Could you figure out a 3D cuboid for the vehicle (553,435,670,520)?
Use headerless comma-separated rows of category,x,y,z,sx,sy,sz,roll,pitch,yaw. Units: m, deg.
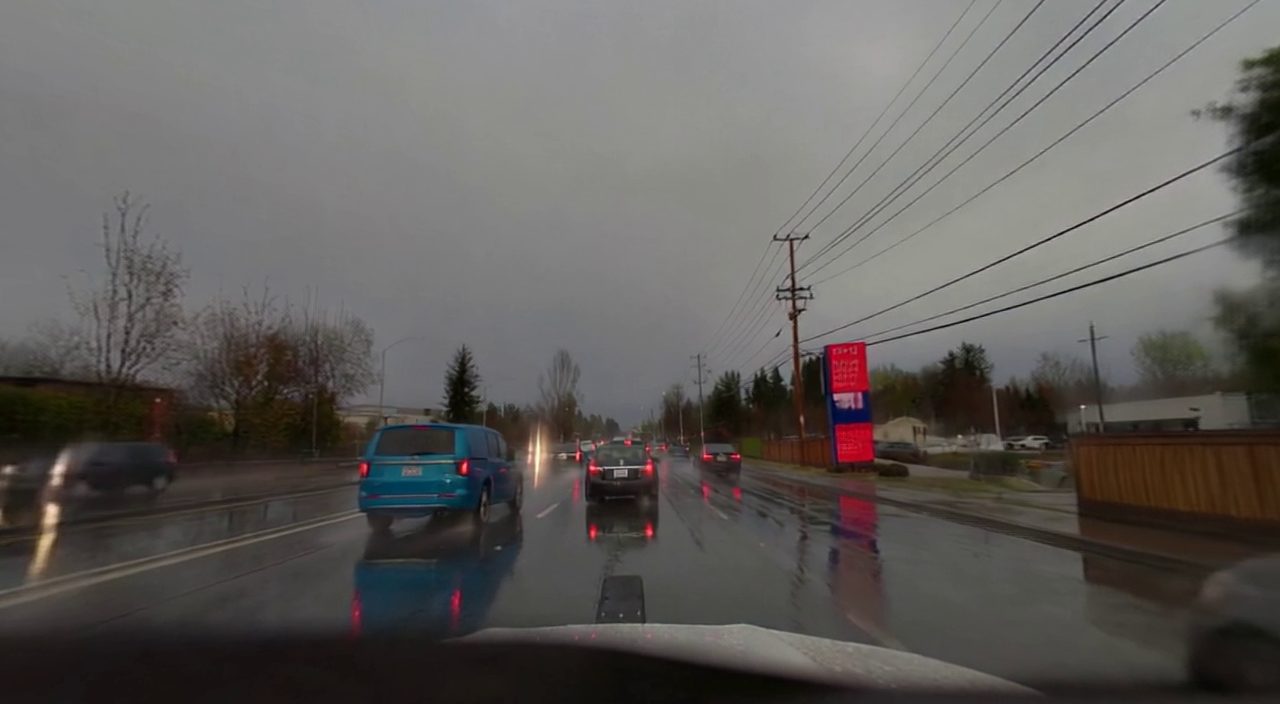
vehicle,-0.517,2.547,13.328,2.097,1.511,3.809,0,-9,0

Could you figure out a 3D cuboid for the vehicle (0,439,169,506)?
vehicle,-17.192,3.582,19.262,2.029,1.790,4.668,0,-9,0

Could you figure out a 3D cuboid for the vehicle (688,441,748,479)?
vehicle,3.231,4.559,26.956,1.878,1.479,4.461,0,-9,-1

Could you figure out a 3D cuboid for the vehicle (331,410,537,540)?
vehicle,-3.332,2.116,11.453,2.092,1.839,4.736,0,-9,0
